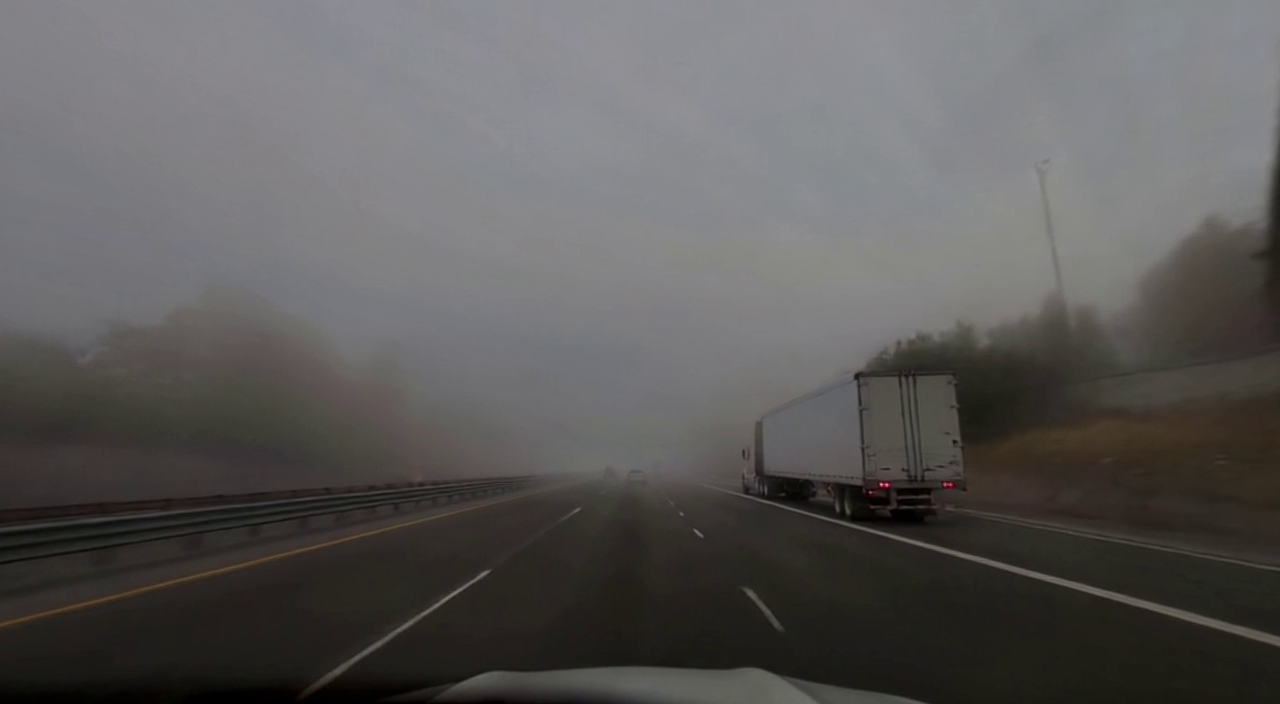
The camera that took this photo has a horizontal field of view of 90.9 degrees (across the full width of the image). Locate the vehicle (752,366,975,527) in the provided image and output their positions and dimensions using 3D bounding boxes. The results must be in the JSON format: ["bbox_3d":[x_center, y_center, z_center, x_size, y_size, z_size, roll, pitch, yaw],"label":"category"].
[{"bbox_3d":[6.877,3.634,22.957,2.926,4.073,13.836,1,-10,-1],"label":"vehicle"}]

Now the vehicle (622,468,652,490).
[{"bbox_3d":[-0.264,8.974,44.808,2.029,1.459,3.684,1,-10,-1],"label":"vehicle"}]
